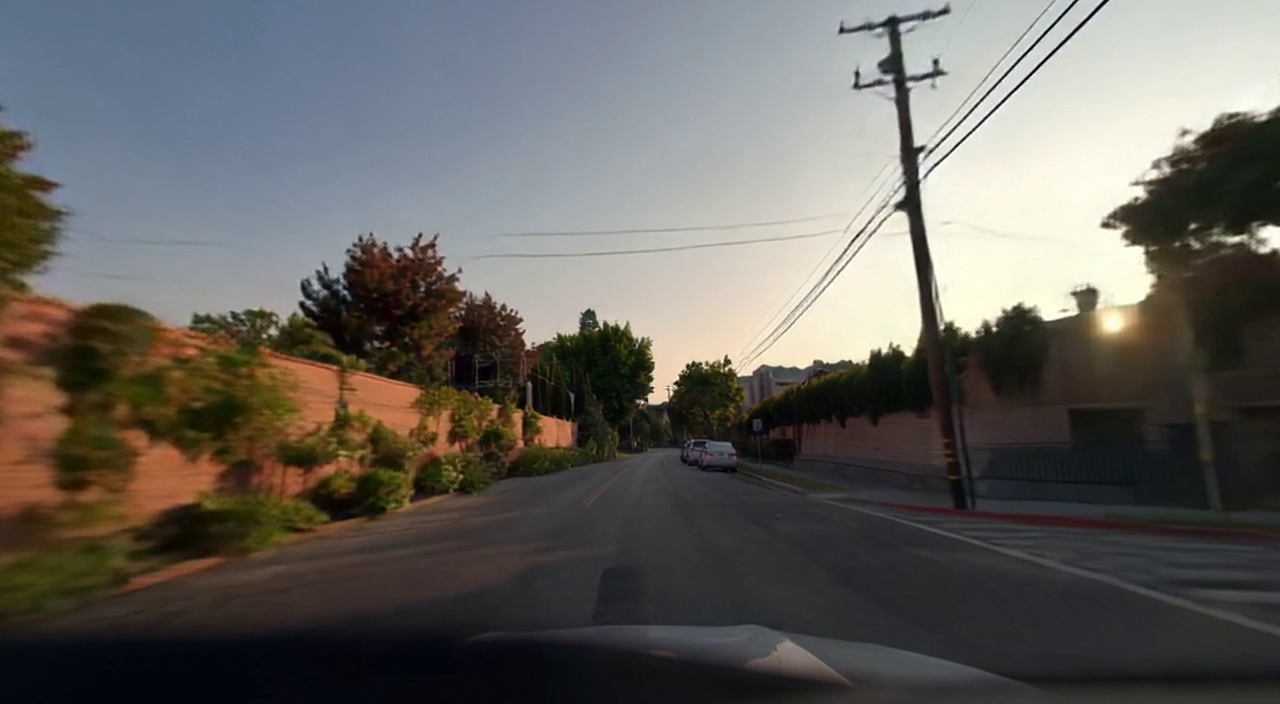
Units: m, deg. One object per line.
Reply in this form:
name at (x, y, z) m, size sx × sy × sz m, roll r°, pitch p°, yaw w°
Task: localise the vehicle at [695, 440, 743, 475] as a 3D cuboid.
vehicle at (4.136, 5.590, 33.889) m, size 2.048 × 1.596 × 5.543 m, roll 2°, pitch -8°, yaw 2°
